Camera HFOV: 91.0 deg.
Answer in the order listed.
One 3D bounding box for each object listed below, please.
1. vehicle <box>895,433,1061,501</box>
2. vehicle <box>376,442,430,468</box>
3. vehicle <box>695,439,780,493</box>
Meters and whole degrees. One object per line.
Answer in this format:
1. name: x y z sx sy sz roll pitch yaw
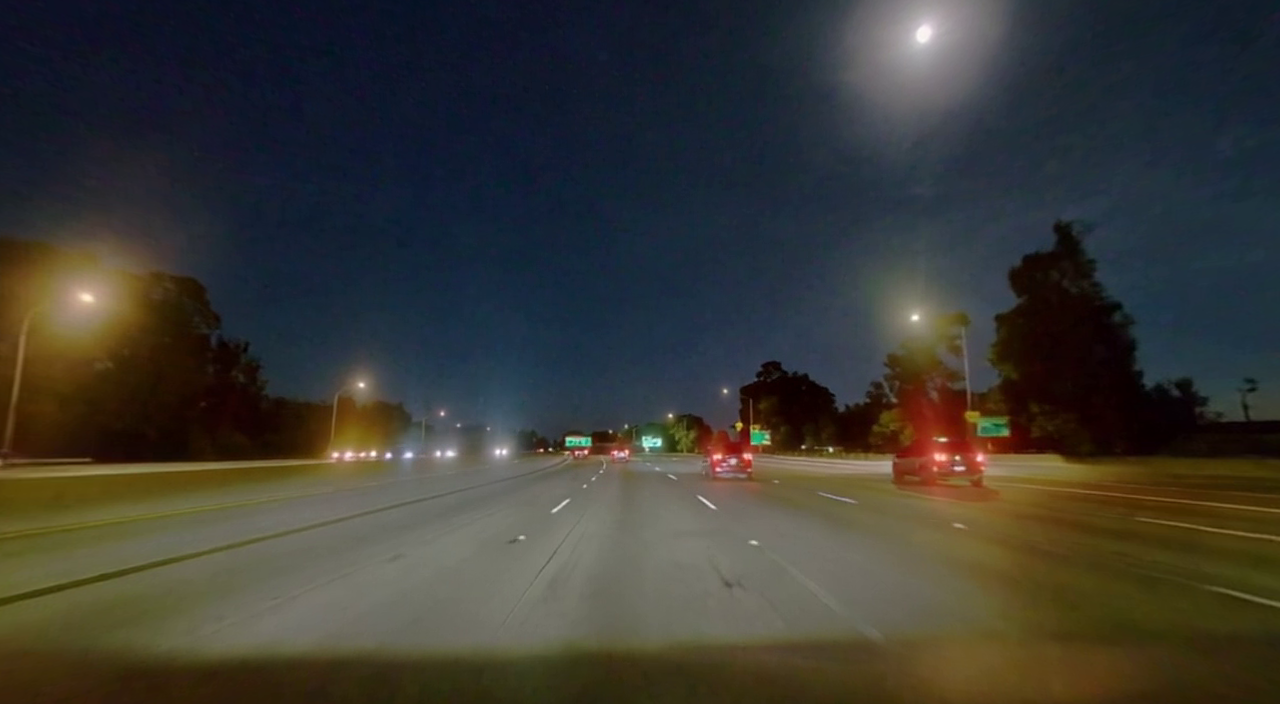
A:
1. vehicle: 9.182 3.160 17.694 1.909 1.634 4.739 0 -9 -2
2. vehicle: -18.087 7.882 48.333 2.148 1.902 5.385 0 -9 -2
3. vehicle: 2.994 3.590 20.120 1.975 1.562 3.823 0 -9 -2
